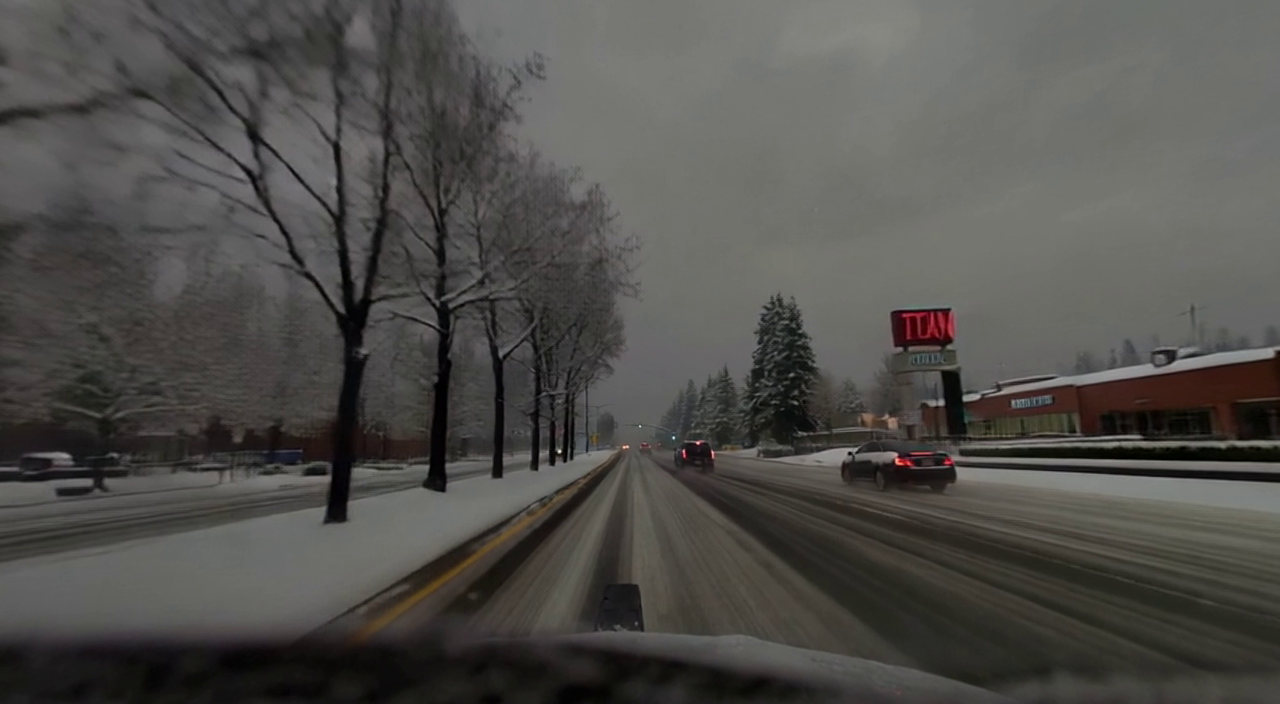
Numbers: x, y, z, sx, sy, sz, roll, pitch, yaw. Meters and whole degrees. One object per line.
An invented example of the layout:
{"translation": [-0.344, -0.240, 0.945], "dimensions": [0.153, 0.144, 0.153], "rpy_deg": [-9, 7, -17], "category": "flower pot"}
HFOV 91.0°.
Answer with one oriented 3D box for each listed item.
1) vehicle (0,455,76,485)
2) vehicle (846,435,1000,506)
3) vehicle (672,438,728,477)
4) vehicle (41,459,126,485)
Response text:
{"translation": [-40.968, 7.782, 41.694], "dimensions": [4.798, 1.848, 2.270], "rpy_deg": [1, -9, -3], "category": "vehicle"}
{"translation": [6.863, 2.897, 15.831], "dimensions": [1.886, 1.528, 4.169], "rpy_deg": [0, -9, -1], "category": "vehicle"}
{"translation": [2.698, 4.864, 29.236], "dimensions": [2.161, 1.676, 4.151], "rpy_deg": [0, -9, -1], "category": "vehicle"}
{"translation": [-40.088, 8.611, 45.399], "dimensions": [4.200, 1.688, 1.983], "rpy_deg": [1, -8, -1], "category": "vehicle"}
